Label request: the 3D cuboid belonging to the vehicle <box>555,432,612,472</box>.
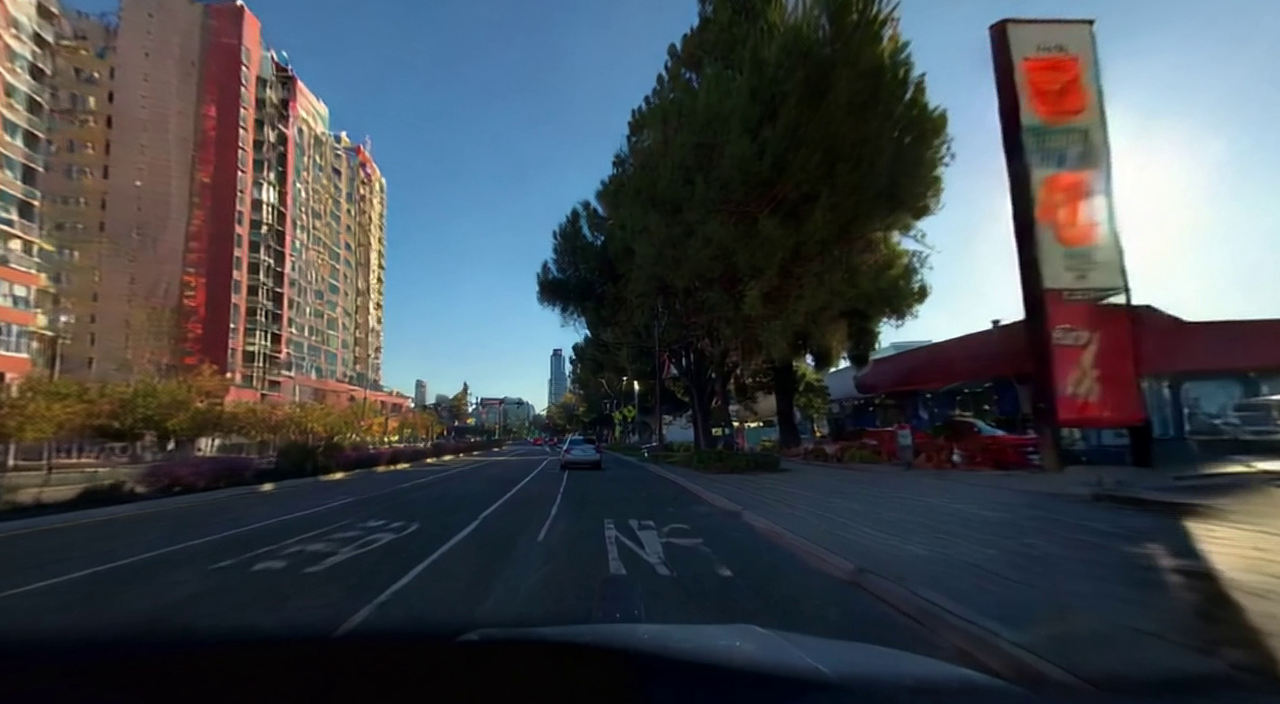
[{"bbox_3d":[-2.525,4.258,27.211,2.231,1.572,4.227,1,-8,-8],"label":"vehicle"}]
